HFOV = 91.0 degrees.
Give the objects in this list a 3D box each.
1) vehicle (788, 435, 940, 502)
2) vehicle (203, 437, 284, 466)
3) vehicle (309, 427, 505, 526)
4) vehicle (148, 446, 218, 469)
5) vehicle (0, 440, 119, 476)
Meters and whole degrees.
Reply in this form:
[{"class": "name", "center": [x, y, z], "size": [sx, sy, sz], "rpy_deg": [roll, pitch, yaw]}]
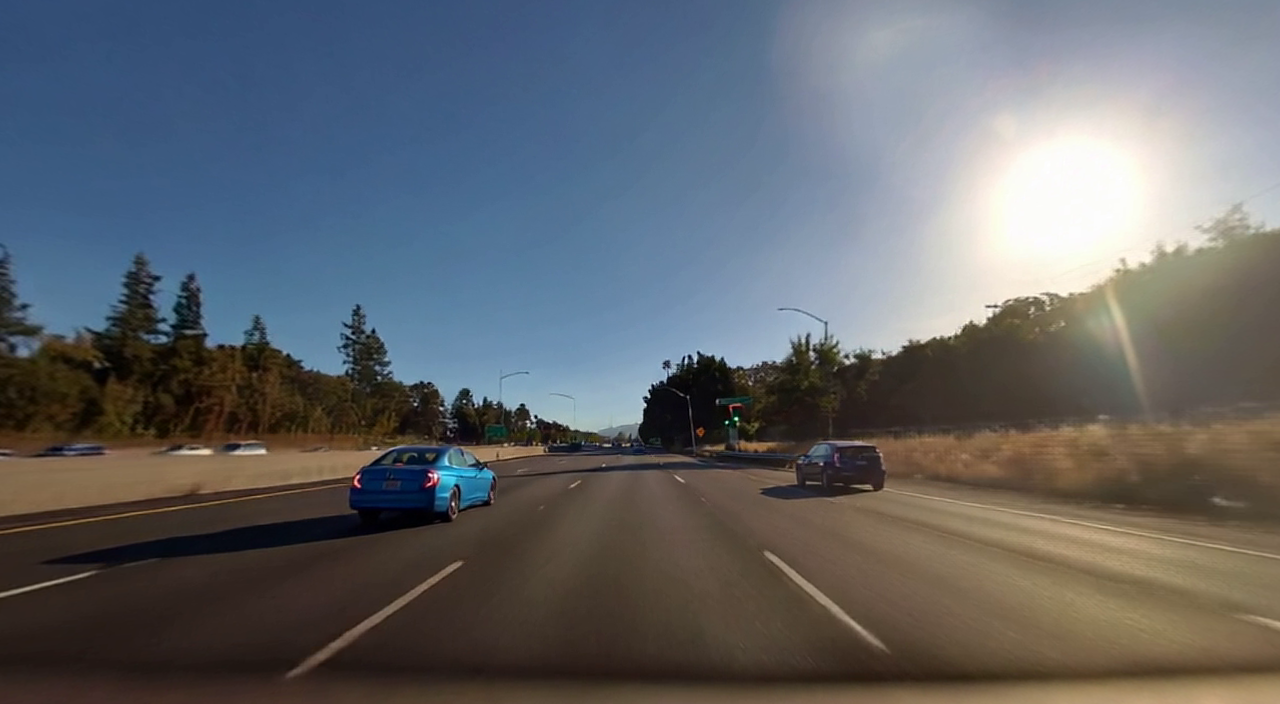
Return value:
[{"class": "vehicle", "center": [5.567, 2.952, 16.462], "size": [2.049, 1.481, 4.774], "rpy_deg": [0, -9, -2]}, {"class": "vehicle", "center": [-28.667, 7.197, 45.775], "size": [2.184, 1.961, 5.736], "rpy_deg": [0, -9, 0]}, {"class": "vehicle", "center": [-4.077, 2.257, 11.976], "size": [1.987, 1.516, 4.478], "rpy_deg": [0, -9, 0]}, {"class": "vehicle", "center": [-33.043, 7.627, 45.652], "size": [1.851, 1.562, 4.300], "rpy_deg": [0, -8, -1]}, {"class": "vehicle", "center": [-32.986, 6.002, 35.847], "size": [2.132, 1.892, 5.077], "rpy_deg": [0, -9, 0]}]
